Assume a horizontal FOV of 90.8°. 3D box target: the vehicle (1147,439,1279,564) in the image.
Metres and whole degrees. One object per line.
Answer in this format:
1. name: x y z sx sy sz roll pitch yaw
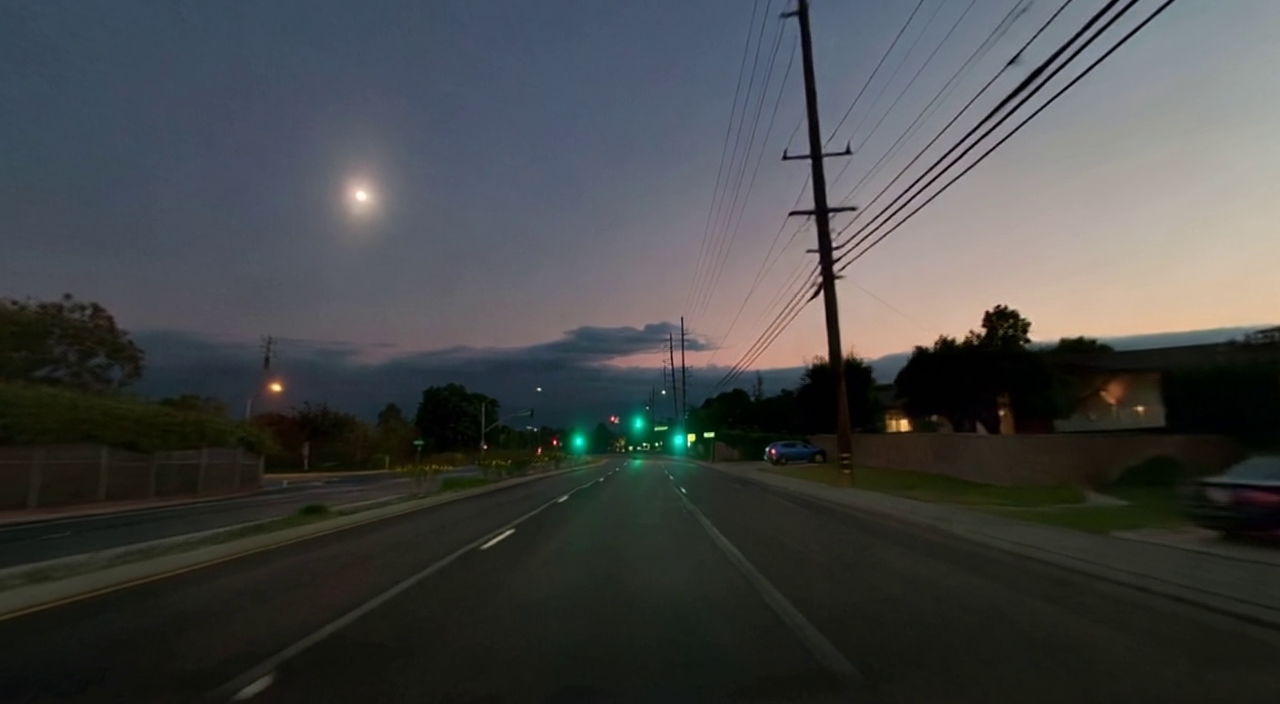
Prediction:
1. vehicle: 9.316 1.856 8.113 4.159 1.408 1.822 1 -9 -5

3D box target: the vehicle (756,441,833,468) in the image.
1. vehicle: 9.843 6.553 40.423 4.387 1.680 1.958 1 -9 -3
